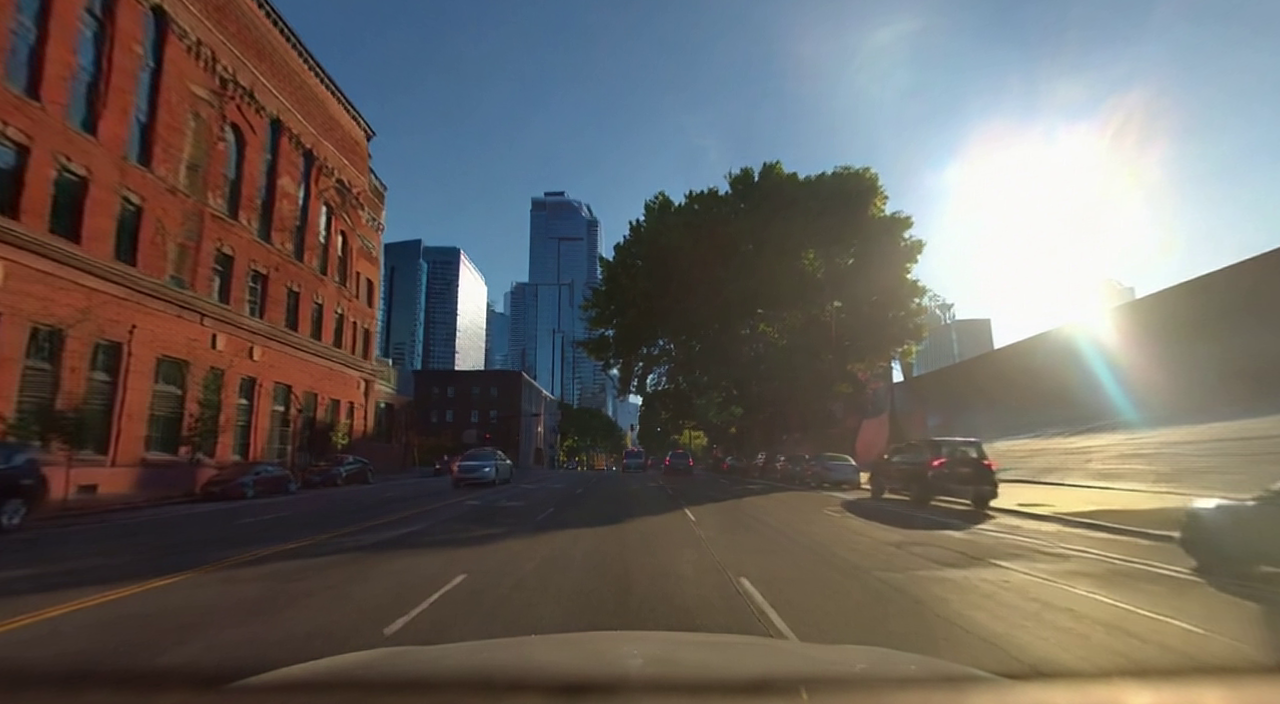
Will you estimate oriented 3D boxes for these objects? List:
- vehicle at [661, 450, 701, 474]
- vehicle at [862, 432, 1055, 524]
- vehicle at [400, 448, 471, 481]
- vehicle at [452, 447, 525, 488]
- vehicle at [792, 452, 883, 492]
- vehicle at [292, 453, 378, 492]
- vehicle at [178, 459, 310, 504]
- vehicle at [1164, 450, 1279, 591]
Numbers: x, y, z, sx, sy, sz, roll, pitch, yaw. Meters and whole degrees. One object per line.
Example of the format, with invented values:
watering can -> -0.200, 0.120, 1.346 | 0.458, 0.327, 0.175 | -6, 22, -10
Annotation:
vehicle -> 2.692, 7.438, 42.831 | 2.238, 1.499, 4.964 | 0, -9, -1
vehicle -> 7.907, 3.180, 16.466 | 2.305, 1.984, 5.002 | -1, -9, -1
vehicle -> -14.725, 8.113, 45.981 | 2.822, 2.230, 6.145 | 0, -9, 3
vehicle -> -6.461, 4.962, 27.446 | 2.048, 1.615, 4.453 | 0, -9, 0
vehicle -> 7.865, 4.815, 25.706 | 2.030, 1.444, 4.832 | 0, -9, -2
vehicle -> -15.127, 5.965, 31.662 | 2.063, 1.735, 4.317 | 0, -9, 1
vehicle -> -14.997, 4.903, 24.313 | 1.953, 1.456, 4.690 | 0, -9, 2
vehicle -> 7.889, 1.655, 5.883 | 2.018, 1.489, 4.620 | -1, -9, 0
